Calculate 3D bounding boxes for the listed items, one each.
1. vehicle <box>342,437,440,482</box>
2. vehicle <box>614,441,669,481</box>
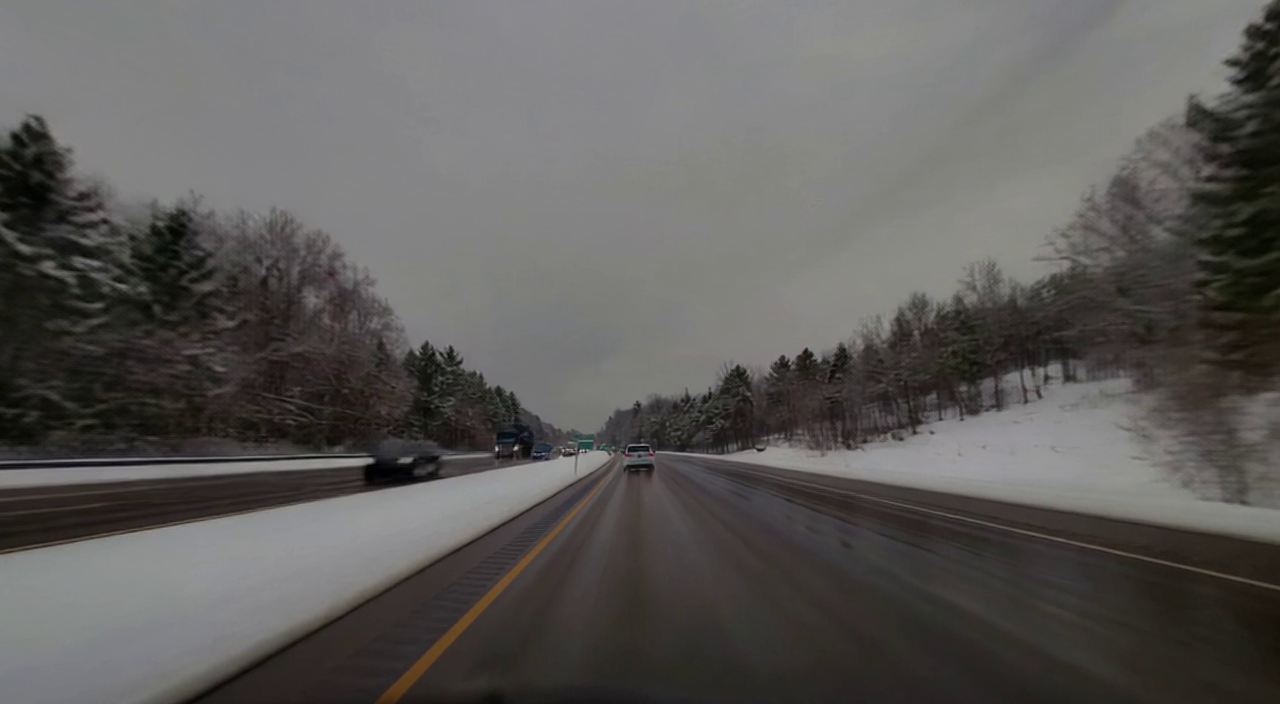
[{"bbox_3d":[-9.034,3.906,23.267,1.854,1.486,4.342,0,-8,0],"label":"vehicle"},{"bbox_3d":[0.040,4.498,26.384,2.114,1.523,4.012,0,-8,0],"label":"vehicle"}]
